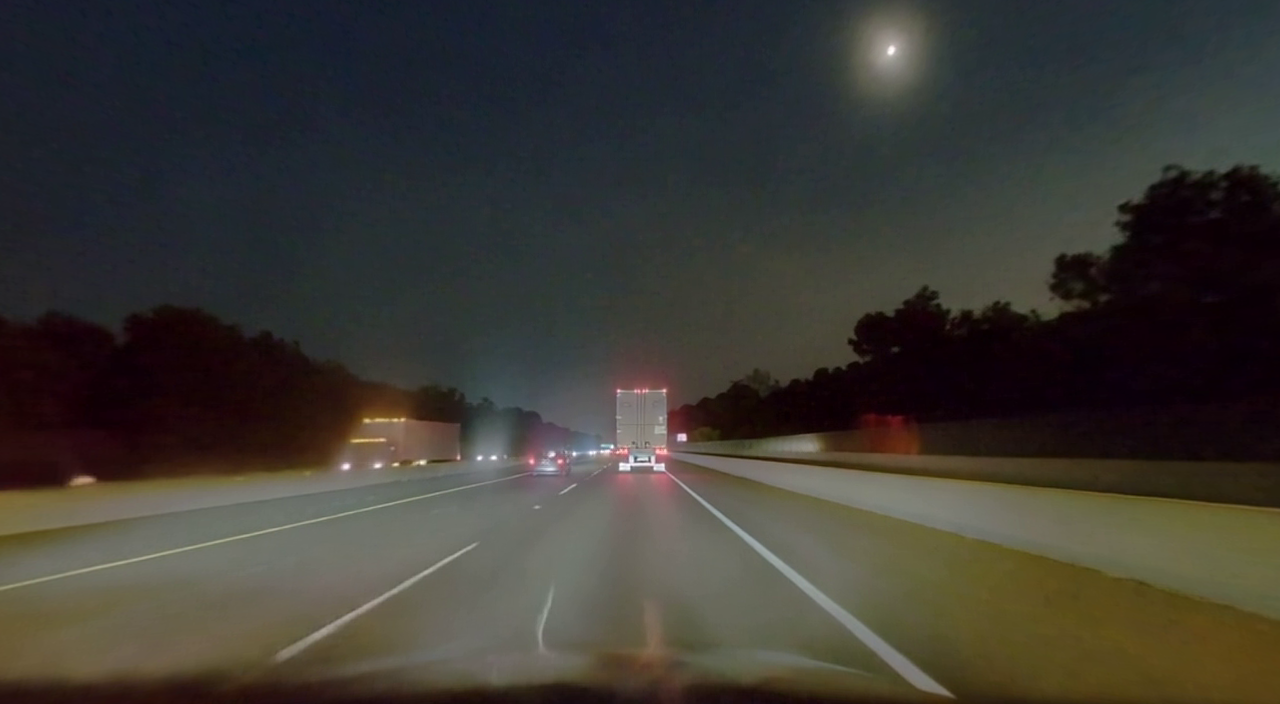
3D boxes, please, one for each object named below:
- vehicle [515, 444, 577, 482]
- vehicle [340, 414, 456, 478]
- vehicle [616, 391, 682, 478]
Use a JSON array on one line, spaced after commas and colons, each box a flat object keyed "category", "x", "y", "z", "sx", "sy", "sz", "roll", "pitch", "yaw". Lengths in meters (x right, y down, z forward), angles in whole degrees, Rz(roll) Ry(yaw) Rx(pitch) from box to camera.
[{"category": "vehicle", "x": -4.129, "y": 4.974, "z": 28.555, "sx": 2.074, "sy": 1.546, "sz": 4.946, "roll": 0, "pitch": -9, "yaw": 0}, {"category": "vehicle", "x": -18.125, "y": 7.413, "z": 49.261, "sx": 2.912, "sy": 4.071, "sz": 16.625, "roll": 0, "pitch": -9, "yaw": -1}, {"category": "vehicle", "x": 0.316, "y": 4.421, "z": 32.879, "sx": 2.959, "sy": 3.828, "sz": 9.617, "roll": 0, "pitch": -9, "yaw": -1}]
